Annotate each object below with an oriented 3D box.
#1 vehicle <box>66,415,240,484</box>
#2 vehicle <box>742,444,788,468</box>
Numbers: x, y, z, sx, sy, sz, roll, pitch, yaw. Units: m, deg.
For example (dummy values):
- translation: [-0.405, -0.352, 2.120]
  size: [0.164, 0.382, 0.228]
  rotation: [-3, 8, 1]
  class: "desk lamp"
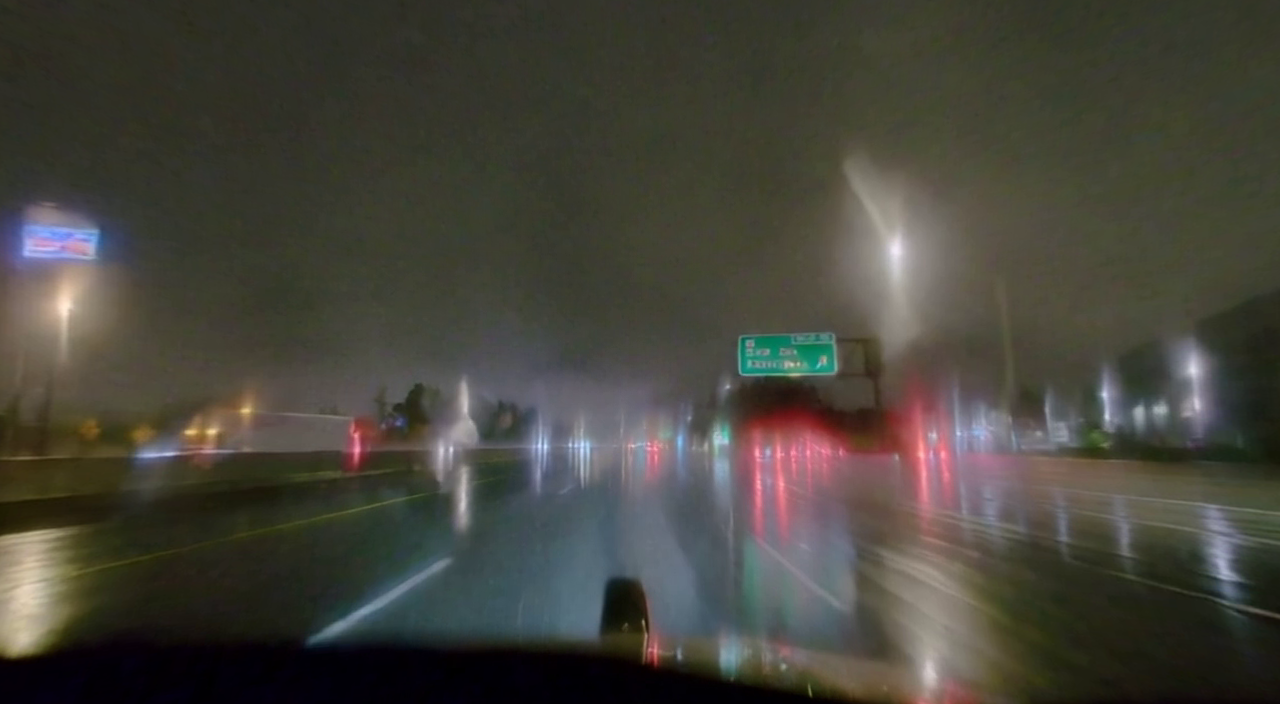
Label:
- translation: [-21.461, 4.371, 28.351]
  size: [2.626, 2.725, 6.211]
  rotation: [0, -9, 2]
  class: "vehicle"
- translation: [8.026, 6.733, 40.913]
  size: [2.056, 1.465, 4.304]
  rotation: [0, -8, 0]
  class: "vehicle"
